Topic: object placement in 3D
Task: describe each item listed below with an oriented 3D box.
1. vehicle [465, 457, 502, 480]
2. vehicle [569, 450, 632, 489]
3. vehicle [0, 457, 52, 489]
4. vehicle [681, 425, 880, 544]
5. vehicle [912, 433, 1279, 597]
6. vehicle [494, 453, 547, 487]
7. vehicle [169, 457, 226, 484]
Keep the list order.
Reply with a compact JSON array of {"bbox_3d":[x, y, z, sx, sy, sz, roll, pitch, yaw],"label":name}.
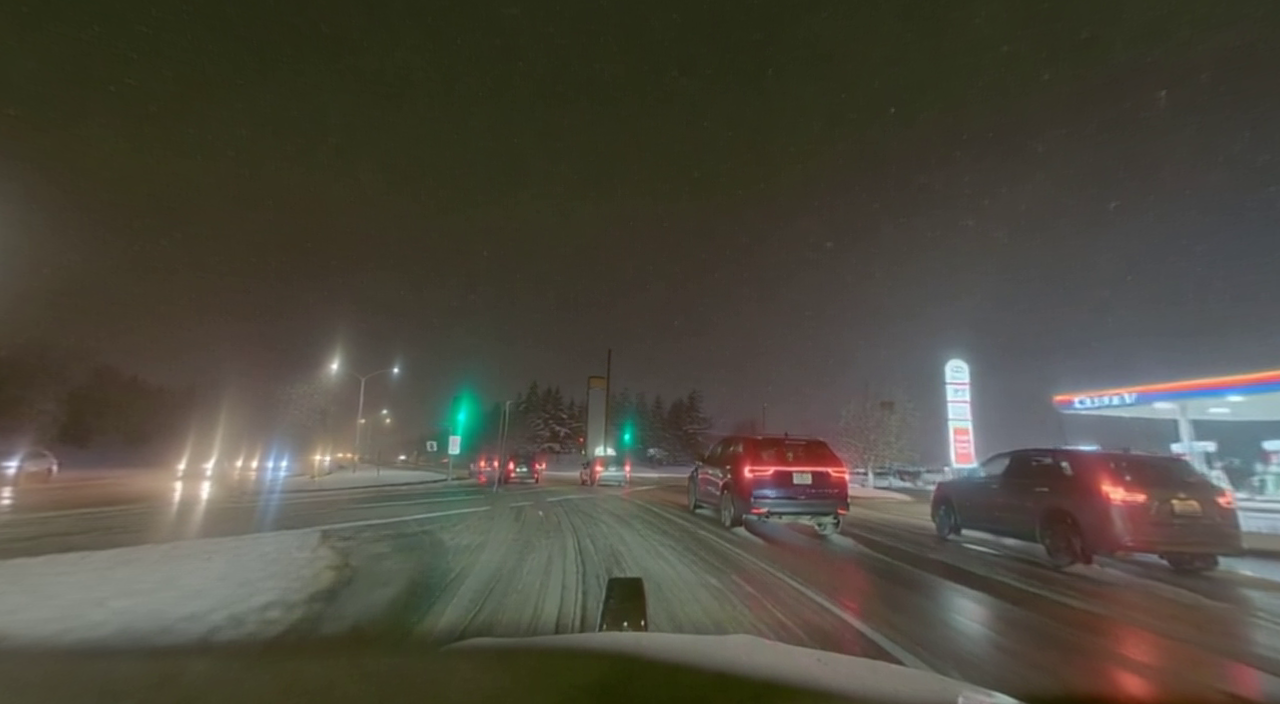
[{"bbox_3d":[-12.221,9.020,49.046,2.193,1.609,3.874,5,-10,-20],"label":"vehicle"},{"bbox_3d":[-1.939,5.441,29.498,2.012,1.612,4.114,4,-9,-16],"label":"vehicle"},{"bbox_3d":[-33.412,6.307,33.142,1.788,1.479,4.506,5,-10,-19],"label":"vehicle"},{"bbox_3d":[2.362,2.428,12.145,2.184,1.777,4.712,3,-9,-8],"label":"vehicle"},{"bbox_3d":[5.722,2.000,8.578,1.881,1.604,4.289,2,-9,-4],"label":"vehicle"},{"bbox_3d":[-6.152,5.946,32.082,2.107,1.527,4.174,5,-10,-17],"label":"vehicle"},{"bbox_3d":[-28.593,7.646,40.850,1.821,1.521,3.874,5,-10,-18],"label":"vehicle"}]
